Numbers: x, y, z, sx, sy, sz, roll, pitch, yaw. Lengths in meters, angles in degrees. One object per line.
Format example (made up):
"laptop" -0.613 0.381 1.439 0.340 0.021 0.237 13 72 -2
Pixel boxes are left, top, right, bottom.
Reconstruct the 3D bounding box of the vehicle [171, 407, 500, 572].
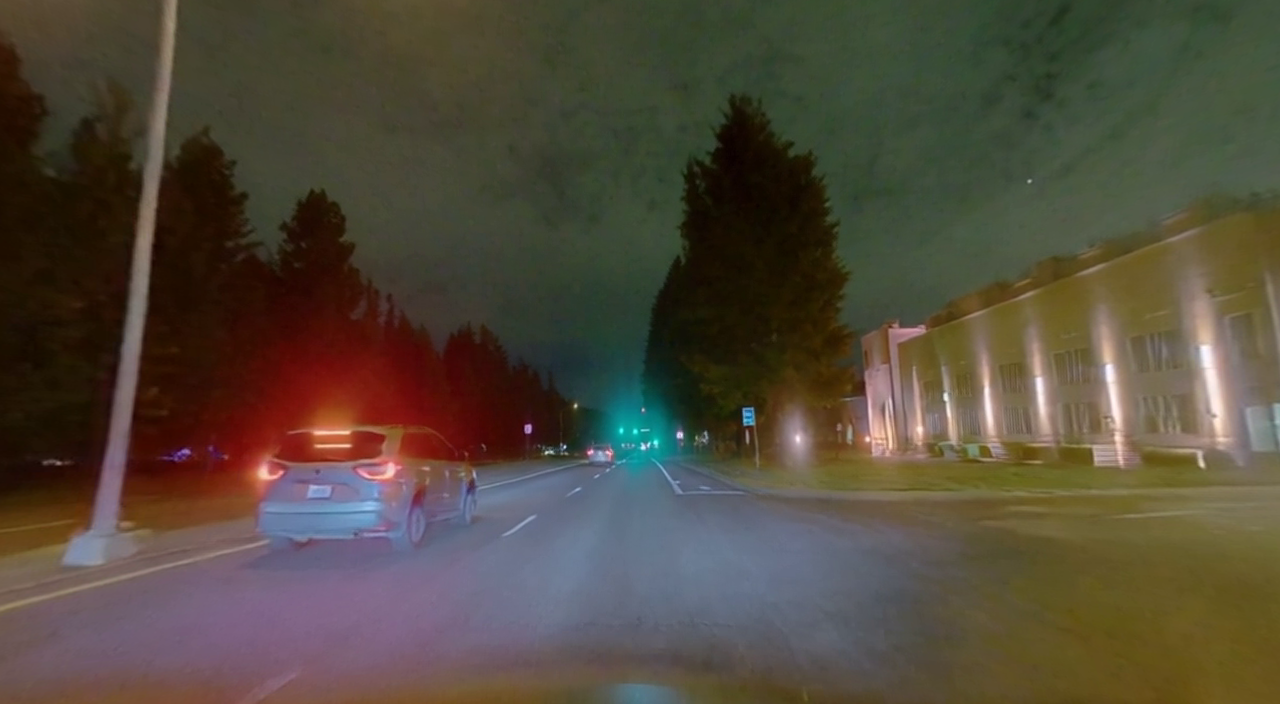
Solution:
"vehicle" -3.675 1.769 8.949 2.202 1.685 4.772 0 -8 1
